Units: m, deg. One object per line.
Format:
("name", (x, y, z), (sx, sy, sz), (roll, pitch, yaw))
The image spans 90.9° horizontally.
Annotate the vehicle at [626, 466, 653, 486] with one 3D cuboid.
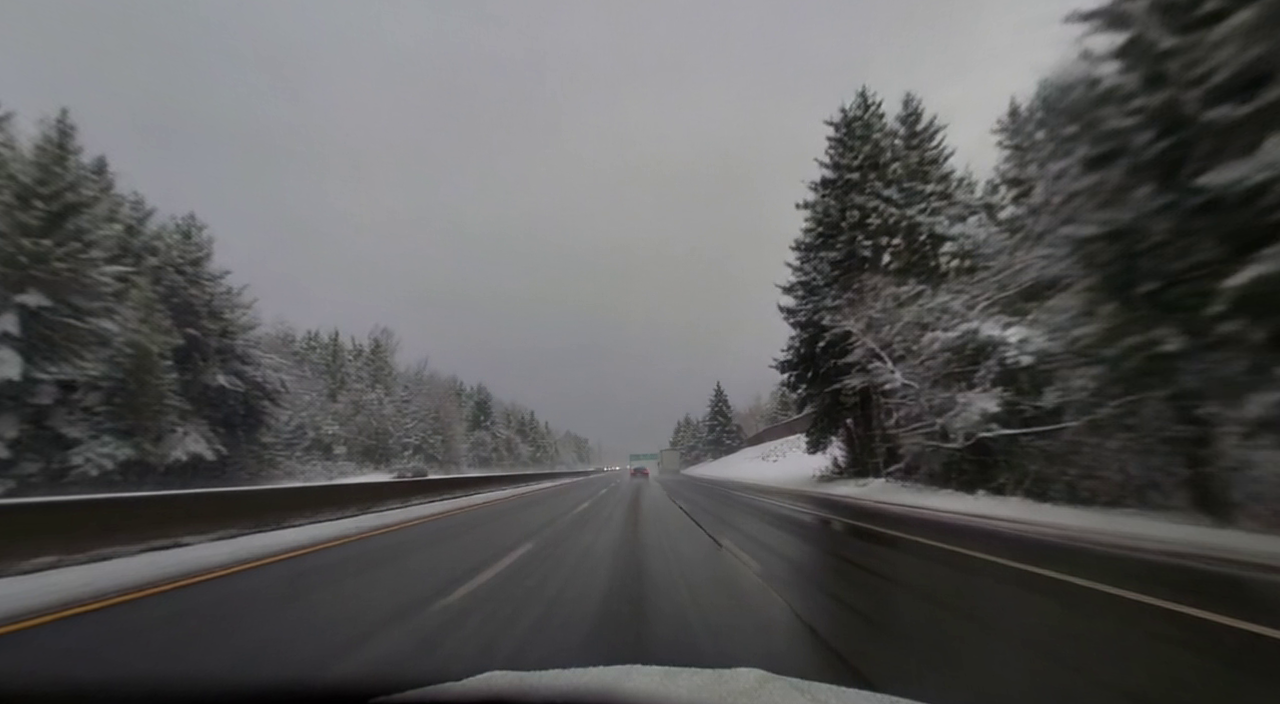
("vehicle", (-0.083, 9.739, 49.503), (2.015, 1.478, 3.920), (1, -10, -1))
